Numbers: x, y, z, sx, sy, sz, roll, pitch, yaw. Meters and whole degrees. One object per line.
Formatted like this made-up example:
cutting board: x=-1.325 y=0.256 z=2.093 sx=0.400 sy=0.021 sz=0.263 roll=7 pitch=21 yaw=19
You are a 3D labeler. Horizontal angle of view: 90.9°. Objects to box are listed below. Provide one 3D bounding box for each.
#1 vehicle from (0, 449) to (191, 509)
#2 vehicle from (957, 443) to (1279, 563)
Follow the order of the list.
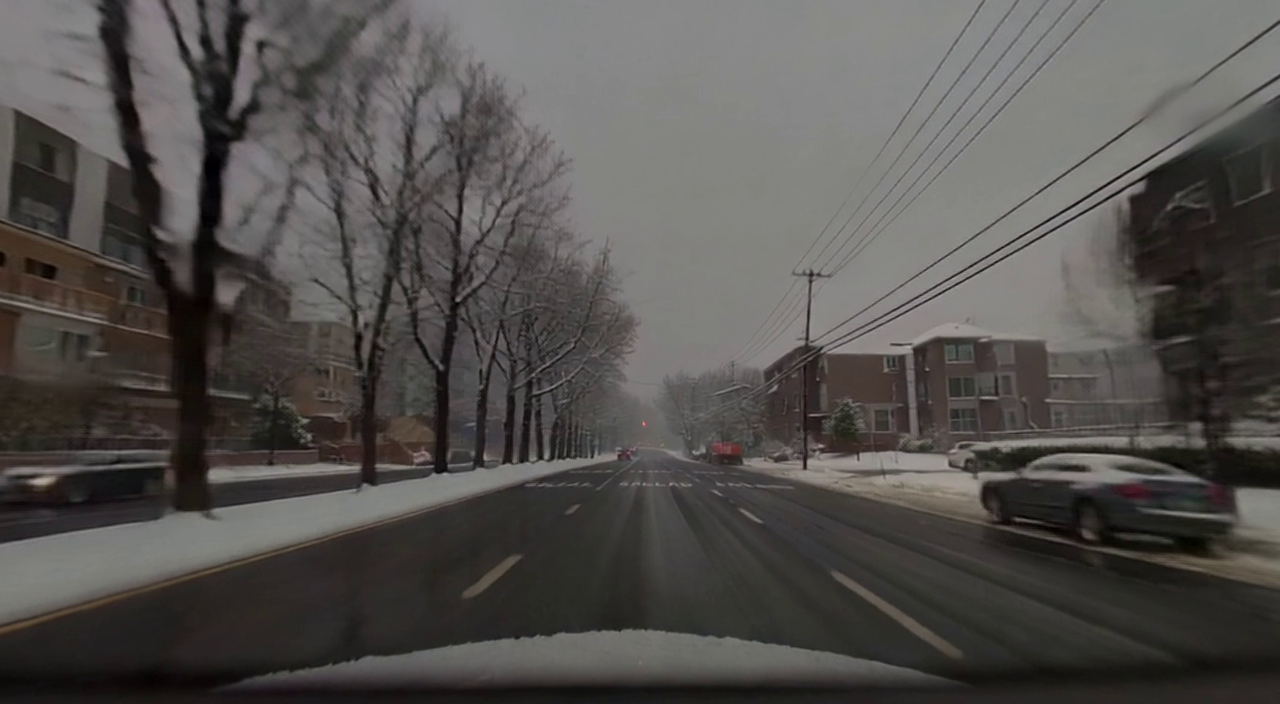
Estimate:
vehicle: x=-15.660 y=3.584 z=18.312 sx=1.873 sy=1.469 sz=4.442 roll=0 pitch=-8 yaw=2
vehicle: x=7.306 y=2.220 z=10.173 sx=1.986 sy=1.467 sz=4.412 roll=0 pitch=-8 yaw=-1
